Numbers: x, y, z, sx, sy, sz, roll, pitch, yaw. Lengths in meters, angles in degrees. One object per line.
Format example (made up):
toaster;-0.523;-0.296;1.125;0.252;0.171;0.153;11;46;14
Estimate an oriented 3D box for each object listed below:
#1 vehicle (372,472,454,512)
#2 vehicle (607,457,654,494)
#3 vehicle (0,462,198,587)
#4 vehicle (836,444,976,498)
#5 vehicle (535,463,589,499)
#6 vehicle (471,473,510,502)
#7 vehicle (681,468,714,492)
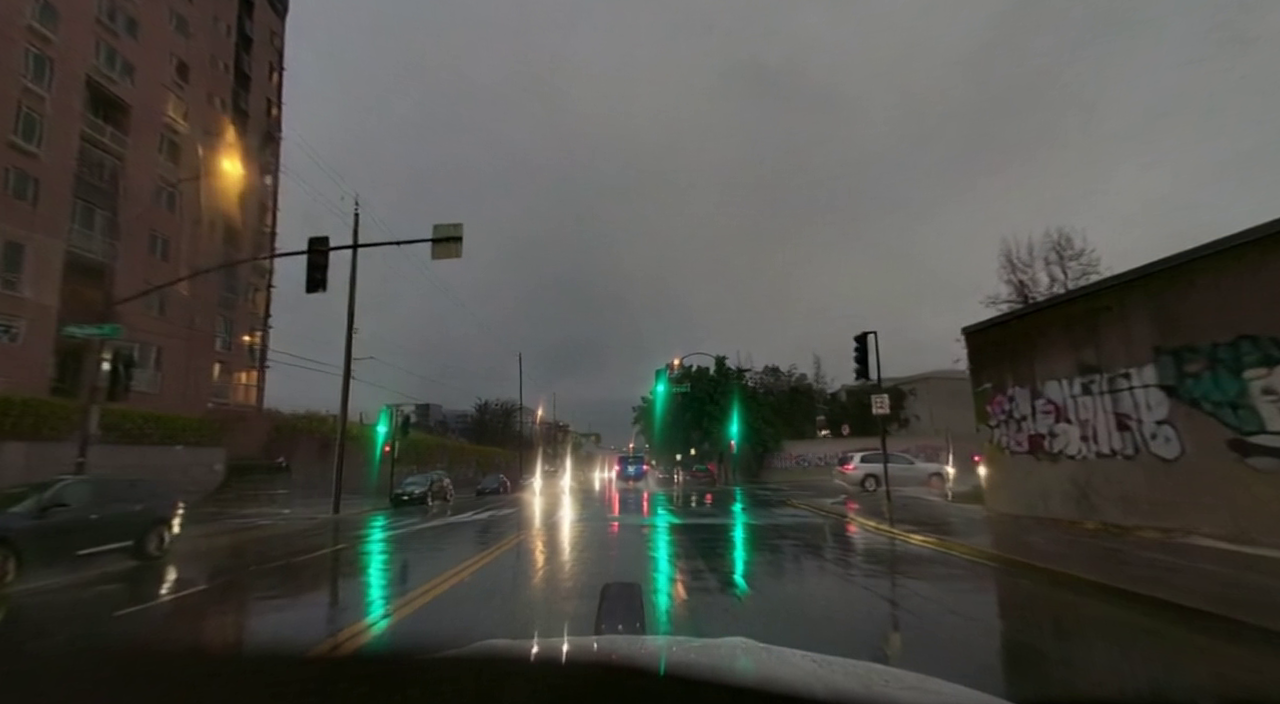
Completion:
vehicle;-10.359;6.409;29.246;2.070;1.476;4.508;0;-8;1
vehicle;-0.431;6.012;31.143;2.166;1.579;4.300;0;-8;0
vehicle;-10.669;3.003;11.251;2.199;1.717;4.888;-5;-8;-1
vehicle;9.623;4.229;22.919;4.292;1.761;2.207;3;-9;-22
vehicle;-3.885;6.539;32.248;2.095;1.447;4.202;-4;-8;0
vehicle;-10.865;9.861;46.105;1.859;1.780;3.947;0;-8;1
vehicle;4.164;9.377;46.460;1.957;1.471;4.307;0;-8;-1
